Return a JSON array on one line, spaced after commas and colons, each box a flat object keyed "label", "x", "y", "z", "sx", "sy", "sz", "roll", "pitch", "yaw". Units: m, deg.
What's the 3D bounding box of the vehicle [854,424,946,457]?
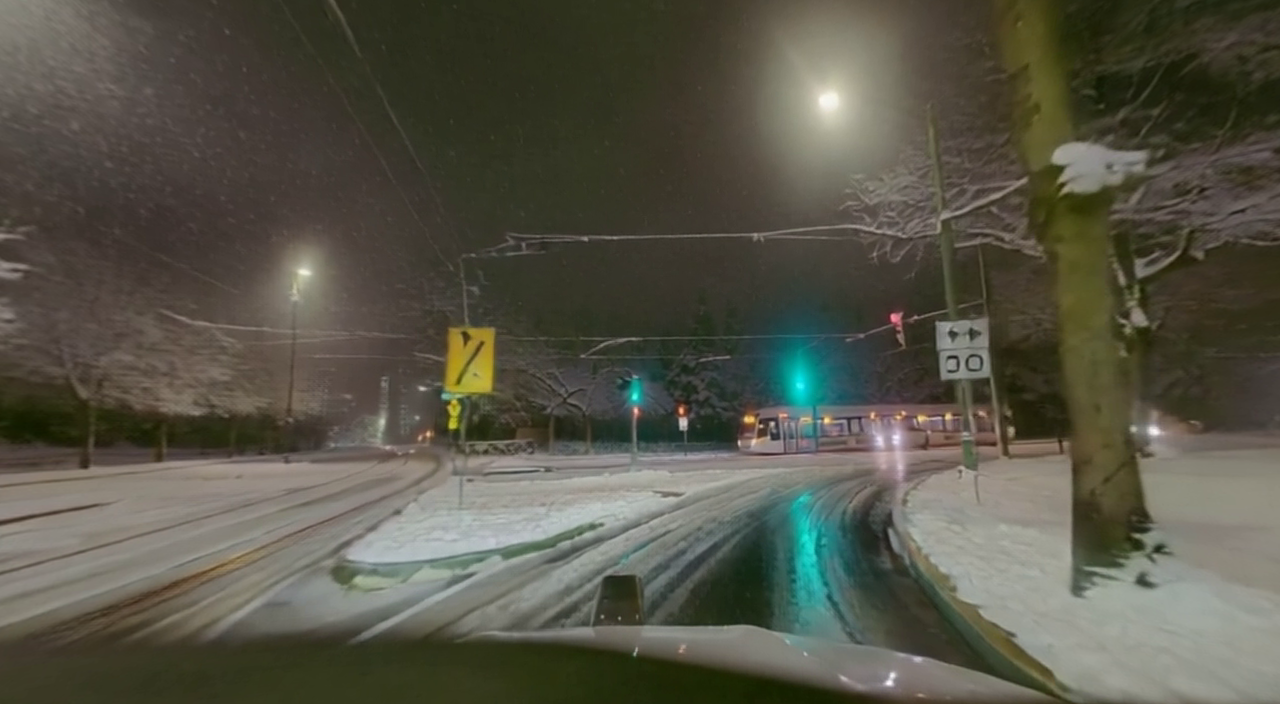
[{"label": "vehicle", "x": 14.762, "y": 5.058, "z": 35.606, "sx": 4.687, "sy": 1.760, "sz": 2.028, "roll": 3, "pitch": -9, "yaw": -22}]

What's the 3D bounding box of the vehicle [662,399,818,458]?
[{"label": "vehicle", "x": 6.870, "y": 5.331, "z": 43.007, "sx": 10.391, "sy": 3.725, "sz": 2.904, "roll": 3, "pitch": -9, "yaw": -19}]
